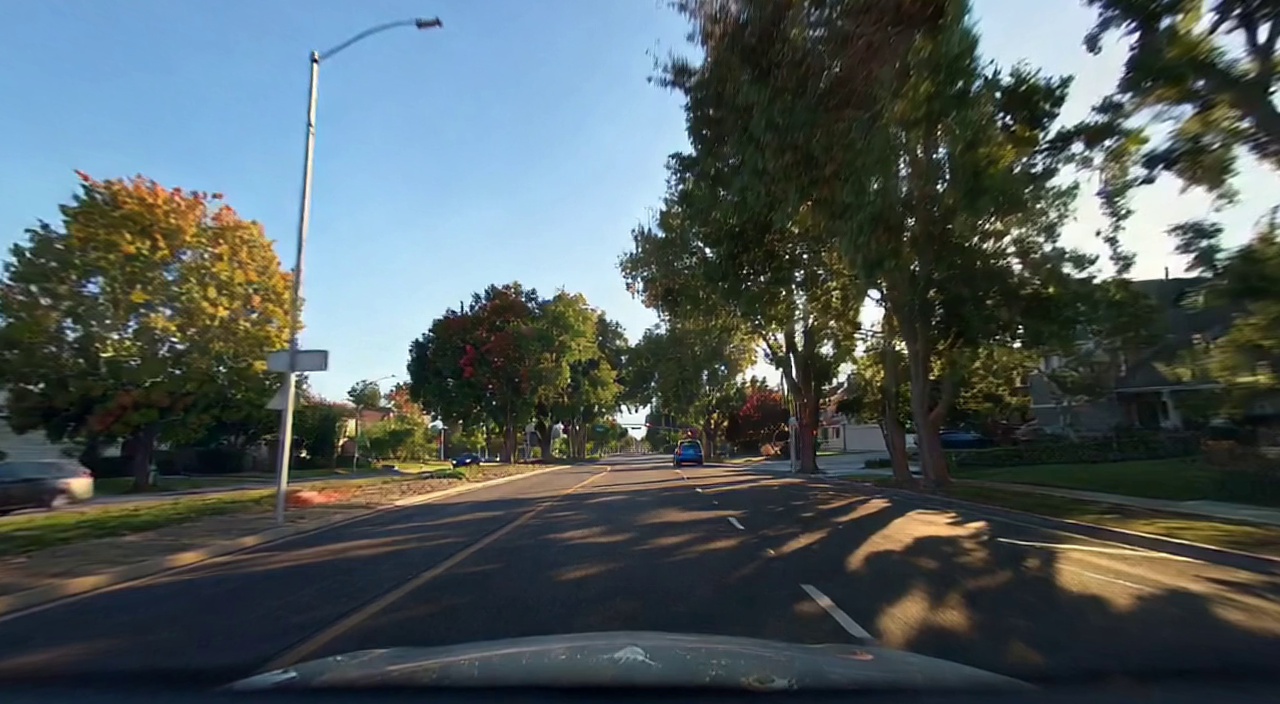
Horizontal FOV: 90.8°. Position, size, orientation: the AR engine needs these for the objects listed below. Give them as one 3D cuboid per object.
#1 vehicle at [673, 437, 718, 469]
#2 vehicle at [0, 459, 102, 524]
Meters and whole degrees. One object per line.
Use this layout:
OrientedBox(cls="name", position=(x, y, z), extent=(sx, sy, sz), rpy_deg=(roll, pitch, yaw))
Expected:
OrientedBox(cls="vehicle", position=(3.353, 6.227, 39.054), extent=(2.229, 1.795, 4.927), rpy_deg=(0, -9, -2))
OrientedBox(cls="vehicle", position=(-16.340, 3.455, 15.656), extent=(1.959, 1.473, 4.561), rpy_deg=(0, -9, 1))
